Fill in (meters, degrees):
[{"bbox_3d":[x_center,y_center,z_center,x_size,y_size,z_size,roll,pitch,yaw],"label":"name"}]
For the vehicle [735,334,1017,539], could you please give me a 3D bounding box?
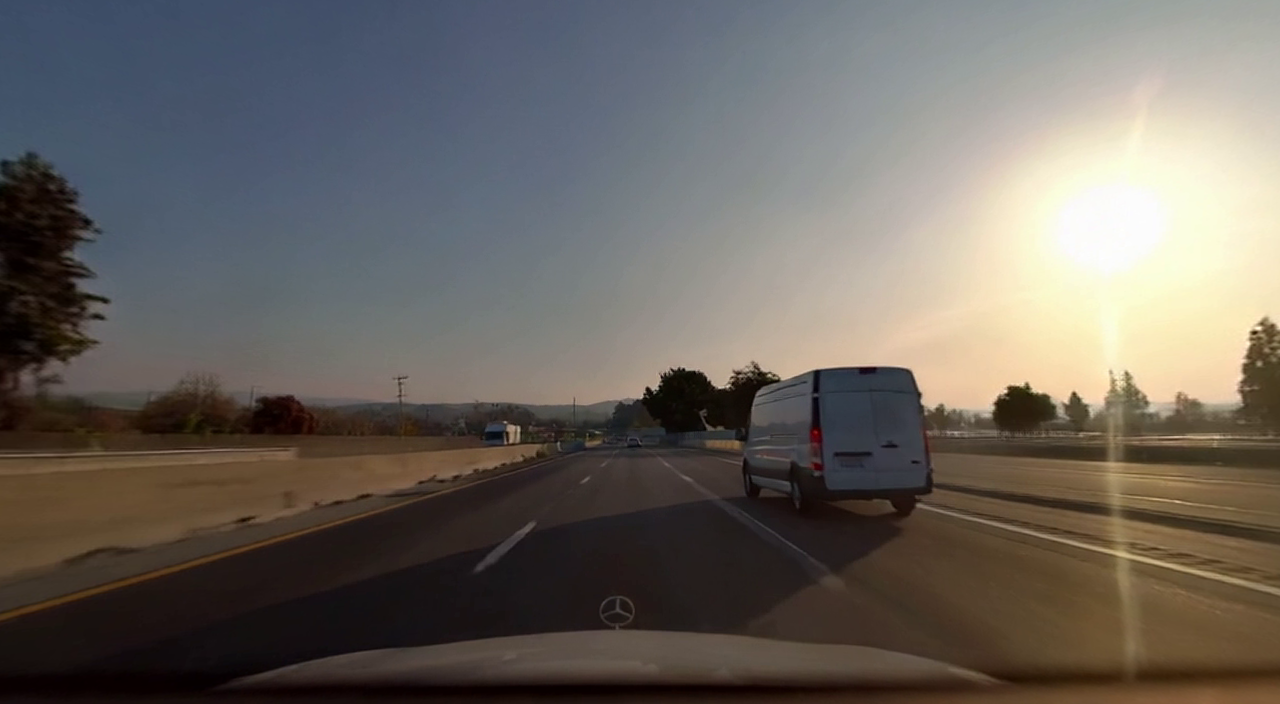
[{"bbox_3d":[3.613,1.579,11.774,2.431,2.667,6.921,0,-8,-1],"label":"vehicle"}]
